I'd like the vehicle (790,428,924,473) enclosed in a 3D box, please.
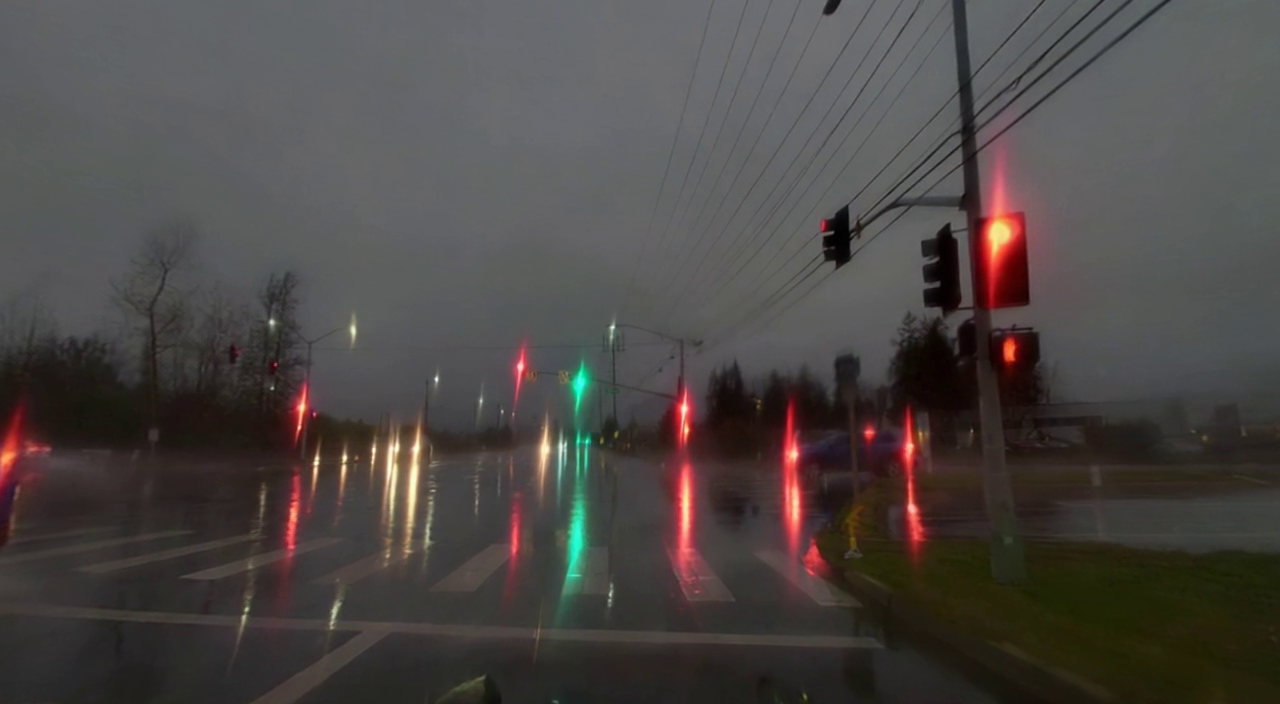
[{"bbox_3d":[8.702,4.018,25.729,4.884,1.714,2.021,-2,-9,12],"label":"vehicle"}]
